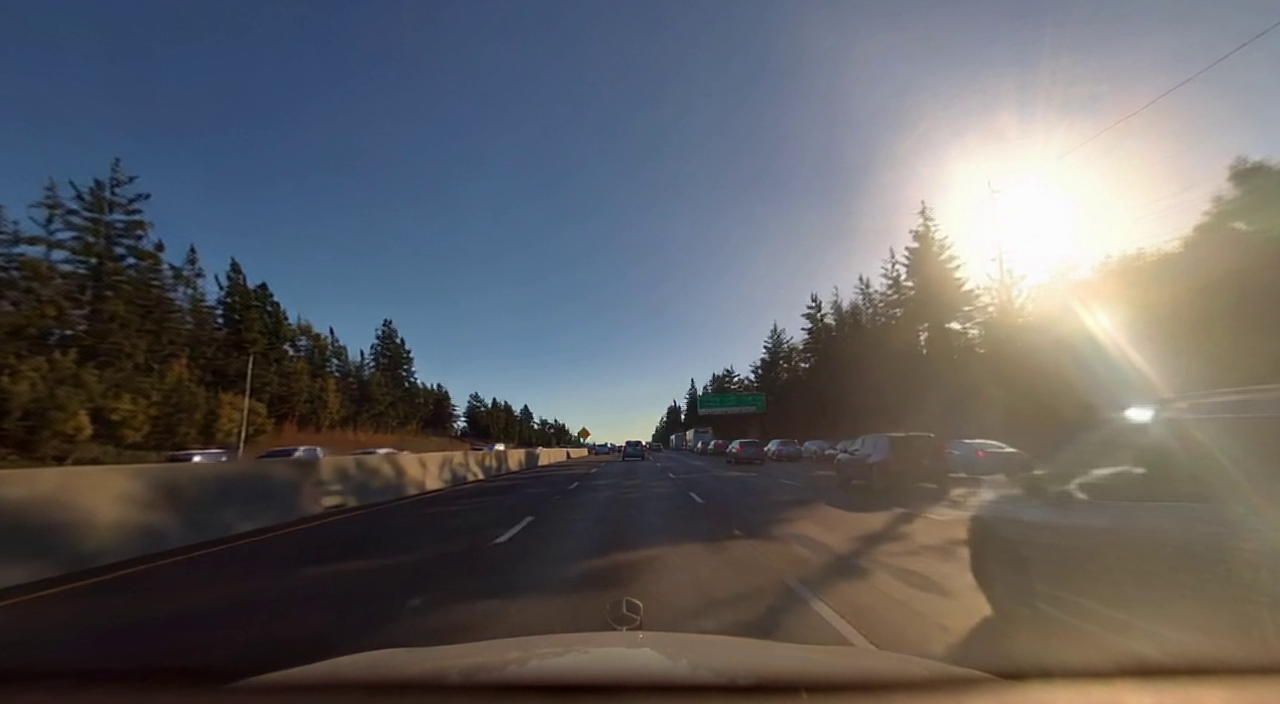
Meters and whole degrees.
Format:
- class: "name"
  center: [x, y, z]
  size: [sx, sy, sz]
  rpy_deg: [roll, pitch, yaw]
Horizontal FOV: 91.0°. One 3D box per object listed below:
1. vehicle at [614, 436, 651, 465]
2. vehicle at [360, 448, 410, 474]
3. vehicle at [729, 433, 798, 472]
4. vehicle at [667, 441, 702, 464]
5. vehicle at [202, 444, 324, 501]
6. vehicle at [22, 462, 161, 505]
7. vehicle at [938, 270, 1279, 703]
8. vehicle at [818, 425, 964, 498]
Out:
- class: "vehicle"
  center: [-0.500, 6.536, 41.934]
  size: [2.314, 1.796, 4.254]
  rpy_deg: [0, -8, -1]
- class: "vehicle"
  center: [-19.027, 8.100, 47.175]
  size: [1.925, 1.810, 4.318]
  rpy_deg: [0, -8, -1]
- class: "vehicle"
  center: [6.214, 5.134, 32.390]
  size: [2.145, 1.822, 4.791]
  rpy_deg: [1, -8, -6]
- class: "vehicle"
  center: [2.976, 6.893, 43.287]
  size: [1.948, 1.476, 4.691]
  rpy_deg: [0, -8, -2]
- class: "vehicle"
  center: [-15.547, 4.933, 26.390]
  size: [2.010, 2.033, 5.111]
  rpy_deg: [1, -8, -1]
- class: "vehicle"
  center: [-22.815, 5.463, 26.488]
  size: [1.795, 1.459, 4.573]
  rpy_deg: [0, -8, -1]
- class: "vehicle"
  center: [3.014, 0.607, 1.462]
  size: [2.152, 1.821, 4.853]
  rpy_deg: [0, -8, -1]
- class: "vehicle"
  center: [6.680, 2.968, 17.419]
  size: [2.066, 1.739, 4.493]
  rpy_deg: [0, -8, -1]
